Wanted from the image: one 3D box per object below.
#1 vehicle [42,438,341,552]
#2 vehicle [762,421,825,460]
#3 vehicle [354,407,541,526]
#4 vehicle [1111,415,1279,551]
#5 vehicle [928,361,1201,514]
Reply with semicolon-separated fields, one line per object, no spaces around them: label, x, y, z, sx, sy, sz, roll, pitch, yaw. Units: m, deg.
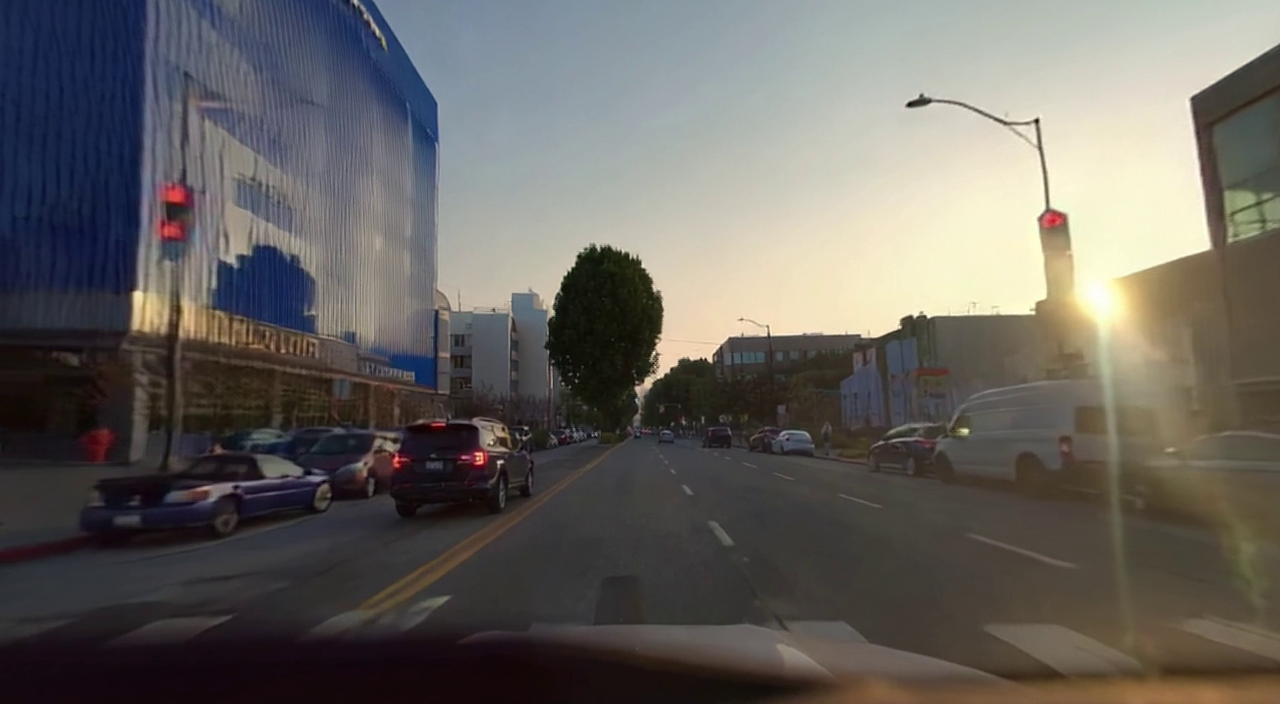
vehicle;-6.931;2.188;10.519;1.806;1.466;4.373;0;-8;-1
vehicle;9.036;5.272;37.746;2.249;2.117;5.743;0;-8;0
vehicle;-3.199;2.002;11.612;2.002;1.756;4.366;0;-8;1
vehicle;8.812;1.733;8.370;1.854;1.663;4.300;2;-8;0
vehicle;9.108;1.963;14.552;2.285;2.778;5.847;0;-8;2
